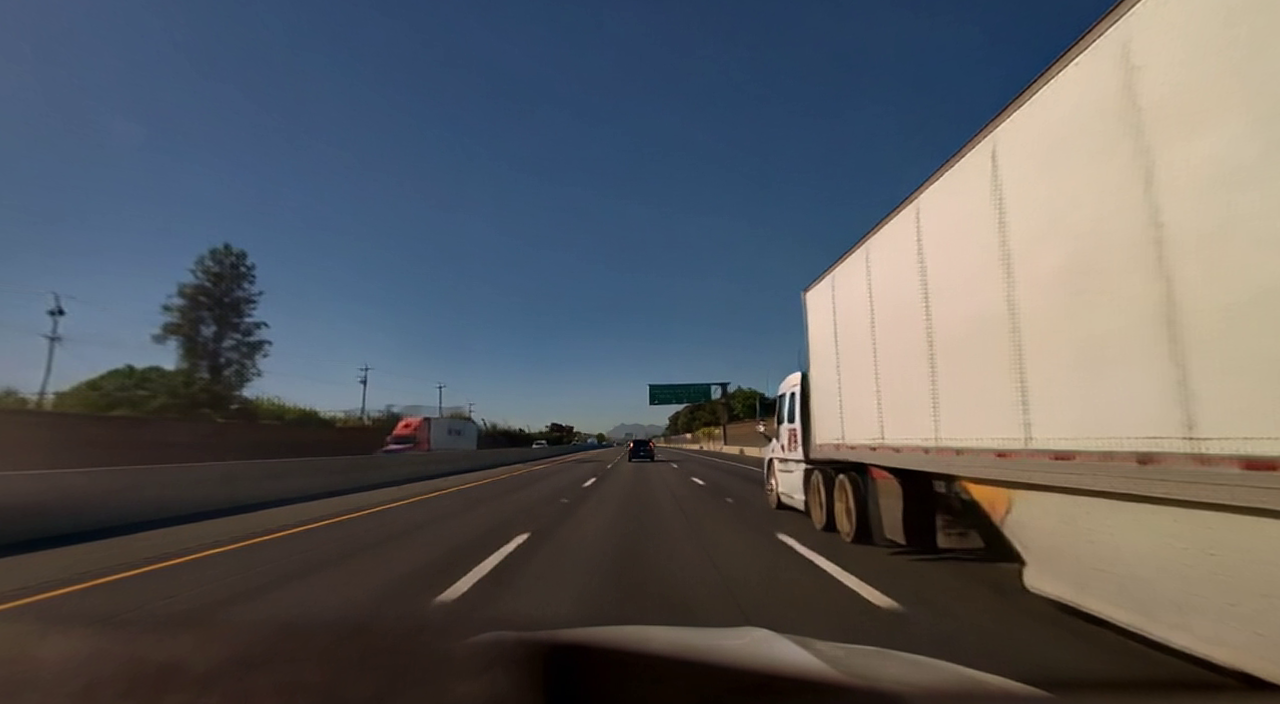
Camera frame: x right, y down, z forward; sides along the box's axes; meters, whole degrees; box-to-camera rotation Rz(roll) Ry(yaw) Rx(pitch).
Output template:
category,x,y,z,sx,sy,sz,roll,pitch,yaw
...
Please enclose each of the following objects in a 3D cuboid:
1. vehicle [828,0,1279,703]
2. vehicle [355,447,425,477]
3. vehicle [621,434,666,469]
category,x,y,z,sx,sy,sz,roll,pitch,yaw
vehicle,4.157,-0.593,1.069,2.936,4.125,15.204,0,-8,0
vehicle,-14.098,6.195,35.746,1.980,1.528,4.504,0,-8,2
vehicle,0.183,4.972,31.682,2.111,1.635,4.177,0,-8,1
